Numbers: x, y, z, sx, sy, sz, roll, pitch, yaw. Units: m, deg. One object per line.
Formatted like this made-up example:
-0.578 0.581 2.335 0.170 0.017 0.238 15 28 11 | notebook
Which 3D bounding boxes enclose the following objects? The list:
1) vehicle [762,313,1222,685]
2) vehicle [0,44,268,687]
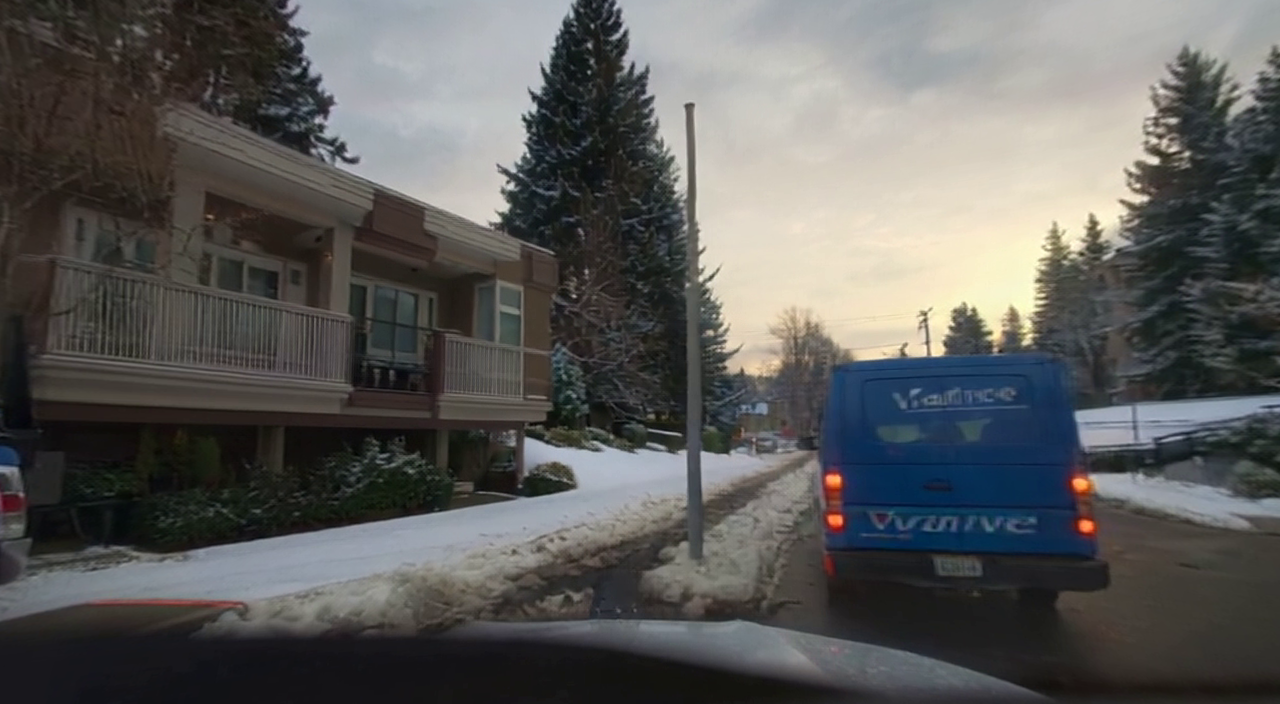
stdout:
2.677 1.261 6.709 2.418 2.078 5.866 -2 -9 13 | vehicle
-6.253 -0.397 0.647 2.998 3.659 10.517 -3 -9 18 | vehicle
